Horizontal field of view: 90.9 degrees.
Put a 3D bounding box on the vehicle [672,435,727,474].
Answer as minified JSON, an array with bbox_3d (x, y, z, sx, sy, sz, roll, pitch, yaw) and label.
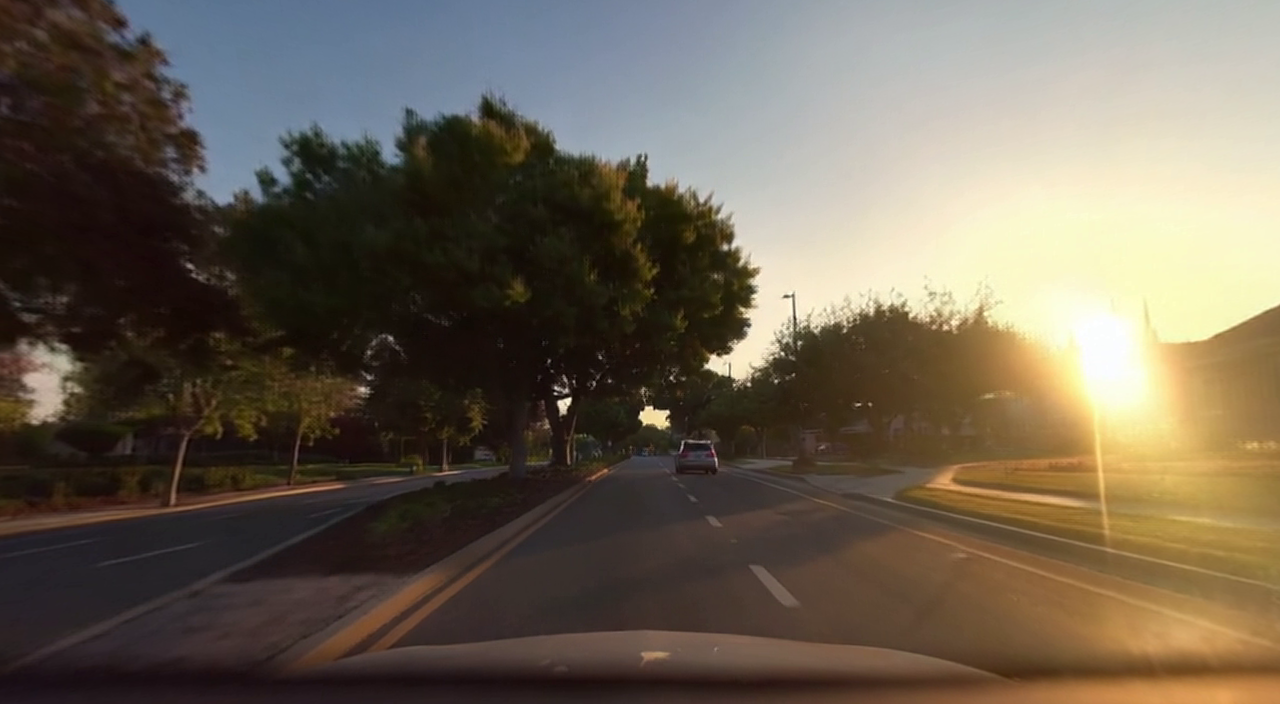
[{"bbox_3d":[2.835,5.040,31.160,2.180,1.773,4.639,0,-9,-1],"label":"vehicle"}]
